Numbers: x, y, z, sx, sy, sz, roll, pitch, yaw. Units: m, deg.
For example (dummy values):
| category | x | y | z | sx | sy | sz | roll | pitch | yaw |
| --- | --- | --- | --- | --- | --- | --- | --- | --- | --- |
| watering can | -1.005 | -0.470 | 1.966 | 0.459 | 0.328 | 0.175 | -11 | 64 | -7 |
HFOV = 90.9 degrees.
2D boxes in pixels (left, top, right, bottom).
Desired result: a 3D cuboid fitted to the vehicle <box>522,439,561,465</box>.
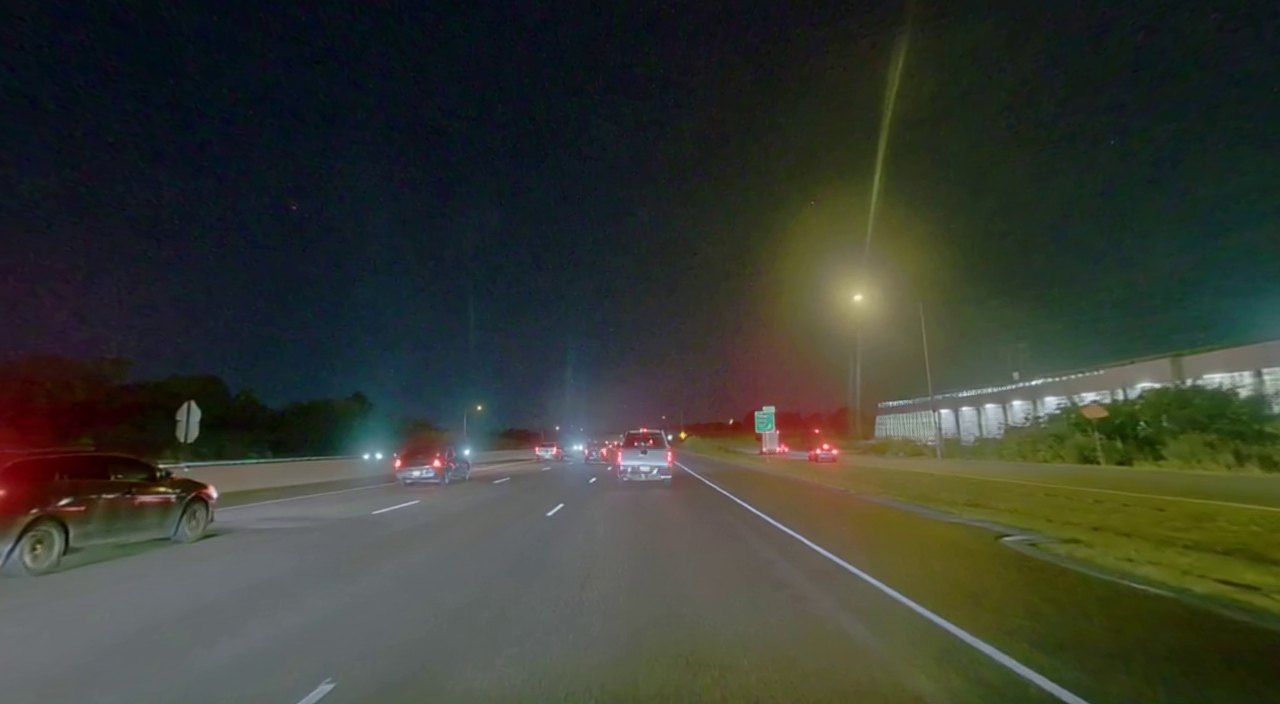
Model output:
| category | x | y | z | sx | sy | sz | roll | pitch | yaw |
| --- | --- | --- | --- | --- | --- | --- | --- | --- | --- |
| vehicle | -7.159 | 7.333 | 46.444 | 2.106 | 1.816 | 4.936 | 0 | -9 | 0 |

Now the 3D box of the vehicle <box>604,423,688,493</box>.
| category | x | y | z | sx | sy | sz | roll | pitch | yaw |
| --- | --- | --- | --- | --- | --- | --- | --- | --- | --- |
| vehicle | 0.170 | 3.032 | 18.203 | 2.152 | 1.779 | 3.924 | 0 | -9 | 1 |

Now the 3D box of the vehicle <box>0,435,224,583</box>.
| category | x | y | z | sx | sy | sz | roll | pitch | yaw |
| --- | --- | --- | --- | --- | --- | --- | --- | --- | --- |
| vehicle | -7.298 | 1.735 | 7.410 | 1.864 | 1.458 | 4.295 | 0 | -9 | 0 |

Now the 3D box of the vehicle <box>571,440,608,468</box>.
| category | x | y | z | sx | sy | sz | roll | pitch | yaw |
| --- | --- | --- | --- | --- | --- | --- | --- | --- | --- |
| vehicle | -3.151 | 6.440 | 39.981 | 1.952 | 1.649 | 4.131 | 0 | -9 | 1 |

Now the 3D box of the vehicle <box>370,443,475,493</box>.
| category | x | y | z | sx | sy | sz | roll | pitch | yaw |
| --- | --- | --- | --- | --- | --- | --- | --- | --- | --- |
| vehicle | -7.028 | 3.770 | 20.861 | 1.869 | 1.466 | 4.217 | 0 | -9 | 1 |
